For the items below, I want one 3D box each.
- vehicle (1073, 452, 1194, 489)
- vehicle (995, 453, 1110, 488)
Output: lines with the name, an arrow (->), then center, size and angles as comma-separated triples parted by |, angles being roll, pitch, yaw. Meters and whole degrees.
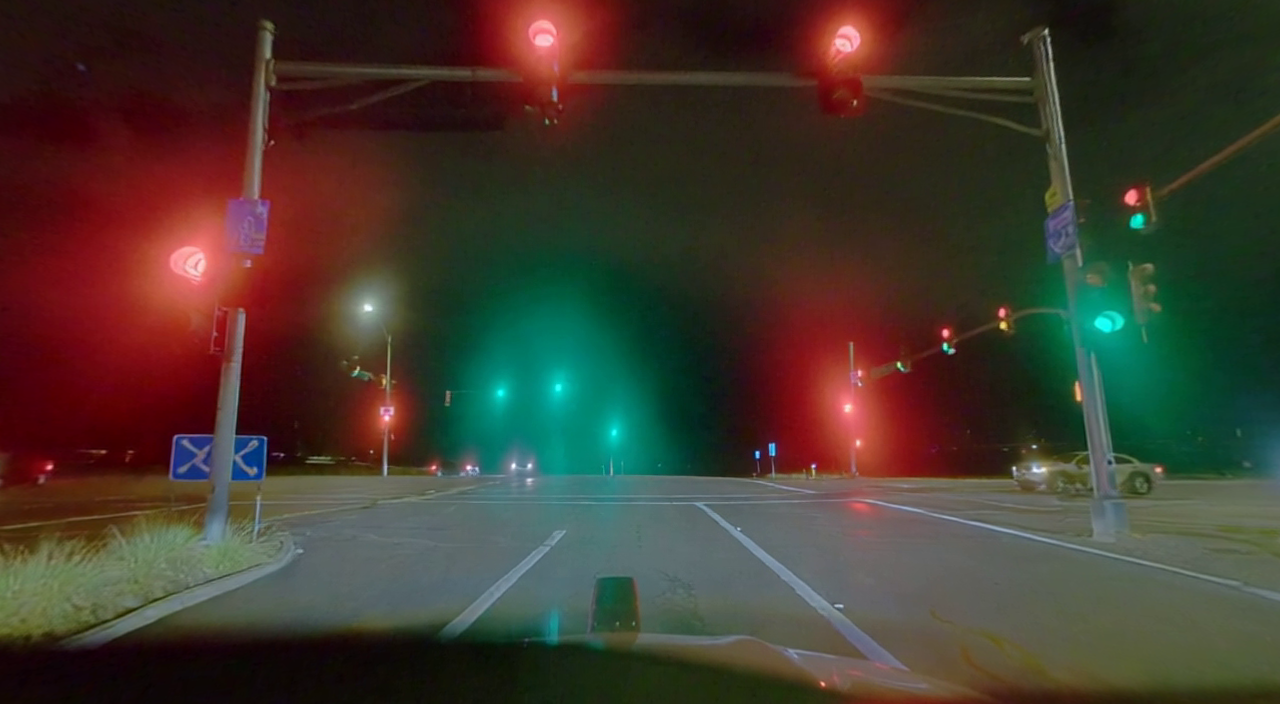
vehicle -> 22.722, 5.470, 29.085 | 3.998, 1.590, 1.936 | 1, -12, -6
vehicle -> 21.219, 6.135, 32.489 | 4.455, 1.647, 2.124 | 1, -12, -6
